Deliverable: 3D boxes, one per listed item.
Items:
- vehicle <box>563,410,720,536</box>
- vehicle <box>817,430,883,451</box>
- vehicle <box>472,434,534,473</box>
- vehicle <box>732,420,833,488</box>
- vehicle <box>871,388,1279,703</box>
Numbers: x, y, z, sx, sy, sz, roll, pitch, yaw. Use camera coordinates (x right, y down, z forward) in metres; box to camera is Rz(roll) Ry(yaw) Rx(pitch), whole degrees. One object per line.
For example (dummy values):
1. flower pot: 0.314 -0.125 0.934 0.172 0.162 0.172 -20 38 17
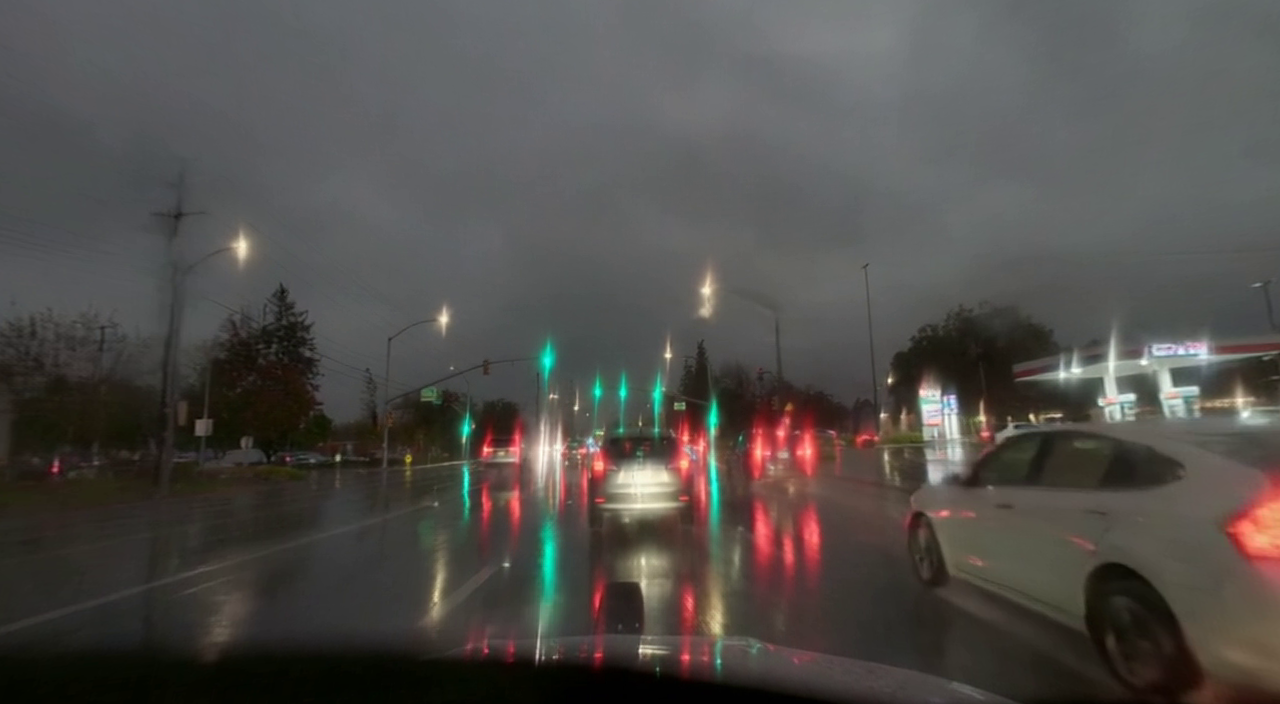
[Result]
1. vehicle: -0.039 1.960 10.742 2.164 1.718 3.881 0 -8 -2
2. vehicle: 16.526 7.025 49.945 4.715 1.582 1.884 -2 -9 11
3. vehicle: -6.400 4.802 30.124 1.994 1.695 4.471 0 -8 -1
4. vehicle: 4.177 3.110 19.489 2.116 1.791 5.006 -1 -8 2
5. vehicle: 3.346 1.146 4.226 1.904 1.472 4.358 0 -8 -1
